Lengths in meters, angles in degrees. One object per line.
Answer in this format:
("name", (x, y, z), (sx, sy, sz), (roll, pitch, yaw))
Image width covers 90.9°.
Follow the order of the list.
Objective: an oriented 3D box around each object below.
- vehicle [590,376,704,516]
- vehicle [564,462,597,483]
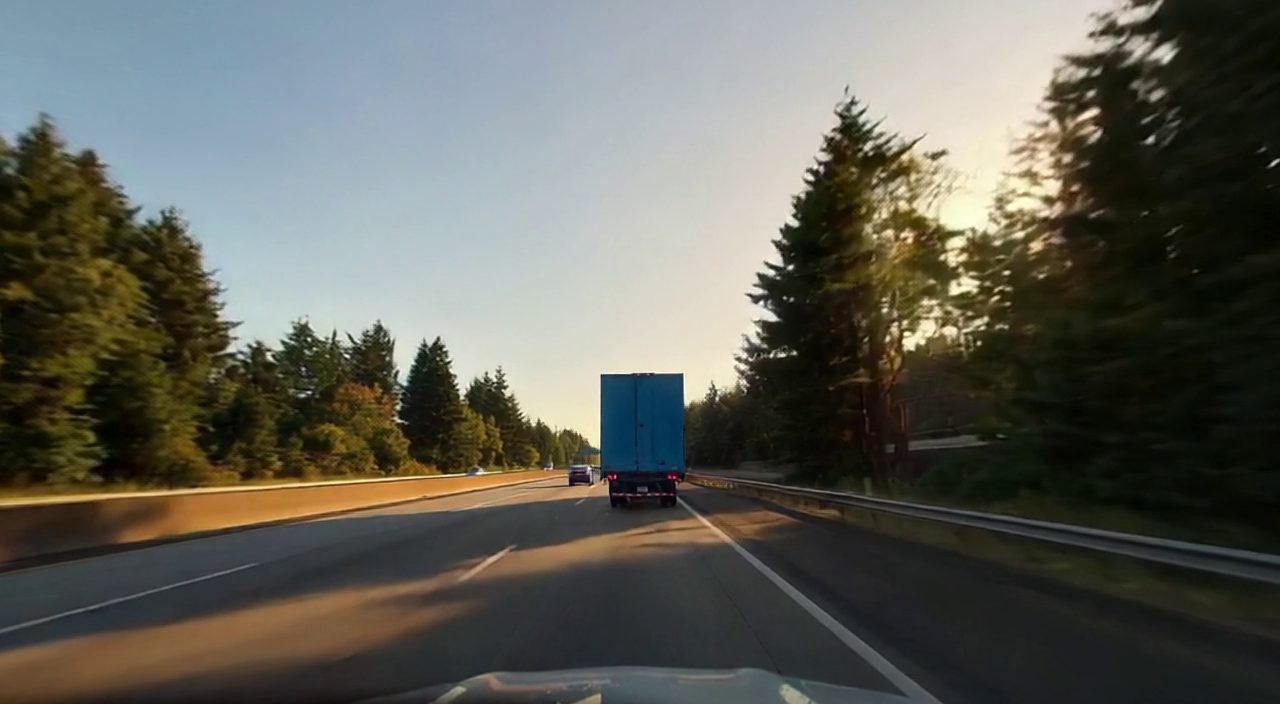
("vehicle", (0.043, 3.354, 21.590), (3.008, 3.678, 9.512), (1, -10, -2))
("vehicle", (-4.540, 9.365, 48.926), (2.104, 1.536, 4.599), (1, -10, 0))
